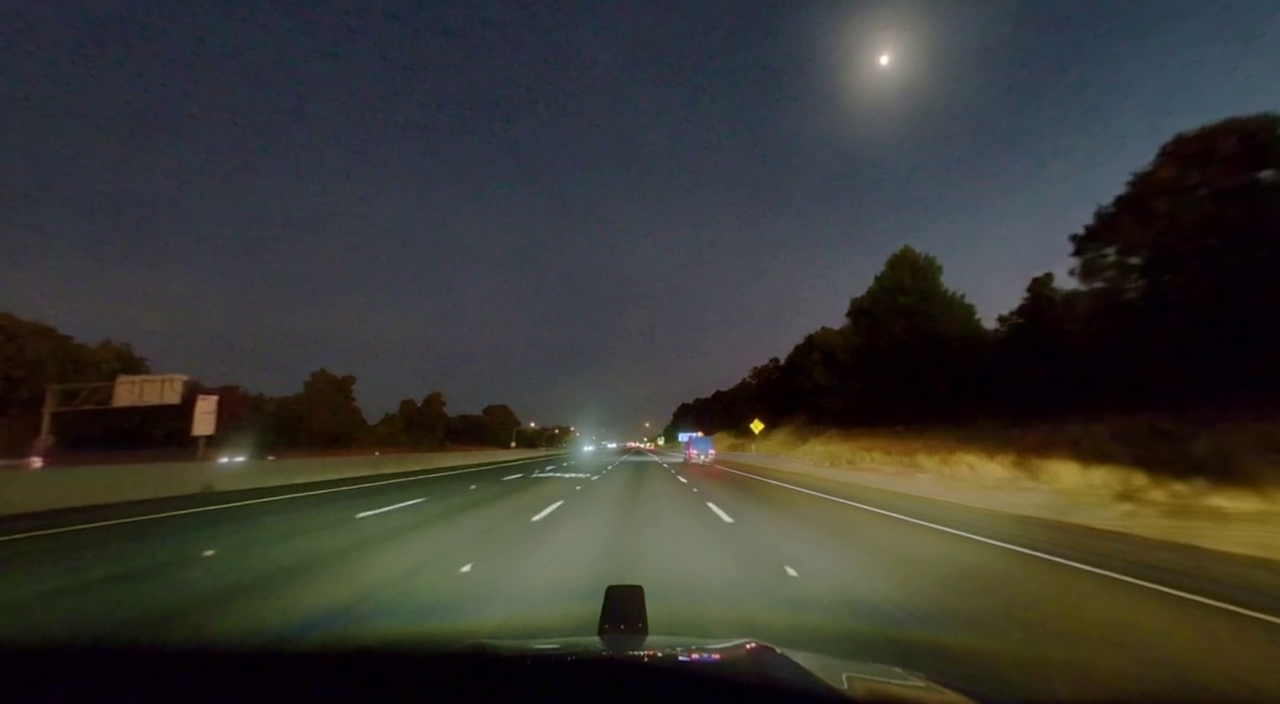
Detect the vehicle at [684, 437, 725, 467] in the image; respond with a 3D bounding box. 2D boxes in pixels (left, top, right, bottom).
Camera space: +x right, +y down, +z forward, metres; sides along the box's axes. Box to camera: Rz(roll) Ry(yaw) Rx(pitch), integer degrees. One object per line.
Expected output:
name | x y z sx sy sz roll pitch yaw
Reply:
vehicle | 4.287 6.753 42.778 2.172 1.930 4.879 0 -8 -1
